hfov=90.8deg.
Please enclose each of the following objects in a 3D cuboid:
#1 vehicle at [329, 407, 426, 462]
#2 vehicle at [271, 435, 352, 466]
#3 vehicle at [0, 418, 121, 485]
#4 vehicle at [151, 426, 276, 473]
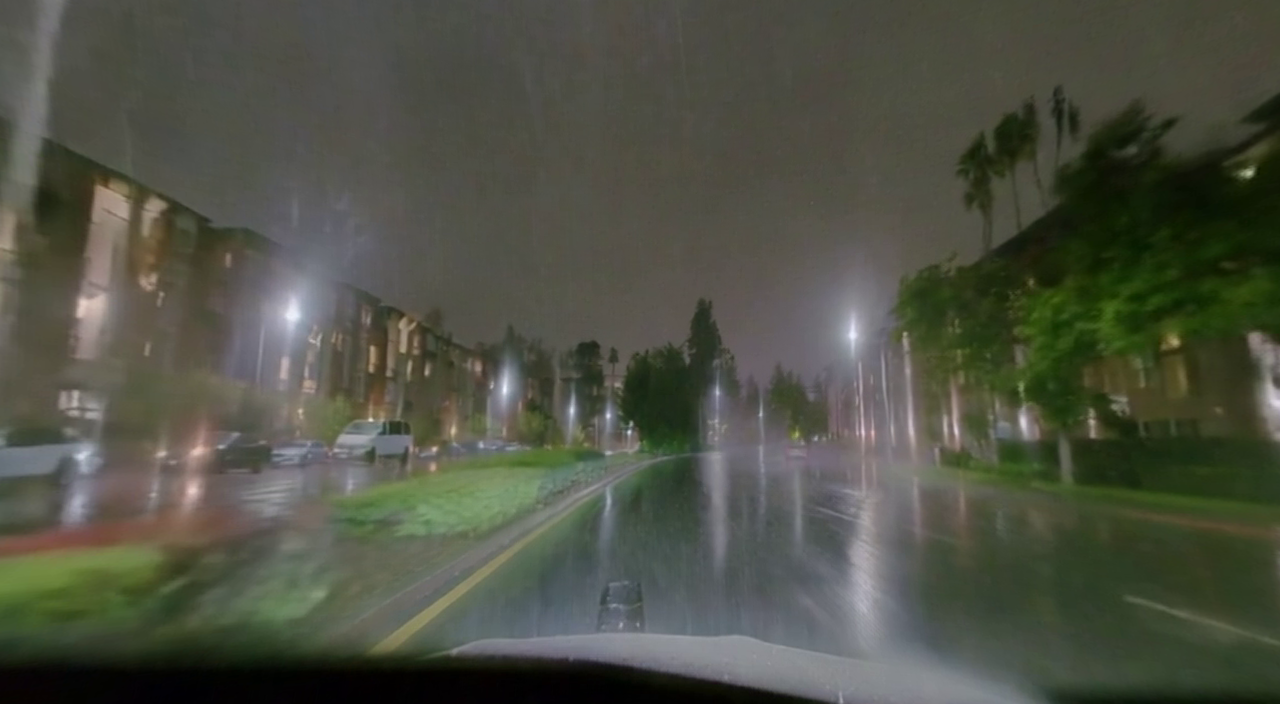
[{"bbox_3d":[-17.103,5.484,41.771,2.766,3.279,6.821,0,-8,6],"label":"vehicle"},{"bbox_3d":[-17.833,5.388,34.555,1.808,1.531,4.366,1,-9,3],"label":"vehicle"},{"bbox_3d":[-18.526,2.890,18.289,2.295,1.809,5.236,0,-9,3],"label":"vehicle"},{"bbox_3d":[-18.348,4.217,27.519,2.001,1.836,4.746,0,-9,2],"label":"vehicle"}]
